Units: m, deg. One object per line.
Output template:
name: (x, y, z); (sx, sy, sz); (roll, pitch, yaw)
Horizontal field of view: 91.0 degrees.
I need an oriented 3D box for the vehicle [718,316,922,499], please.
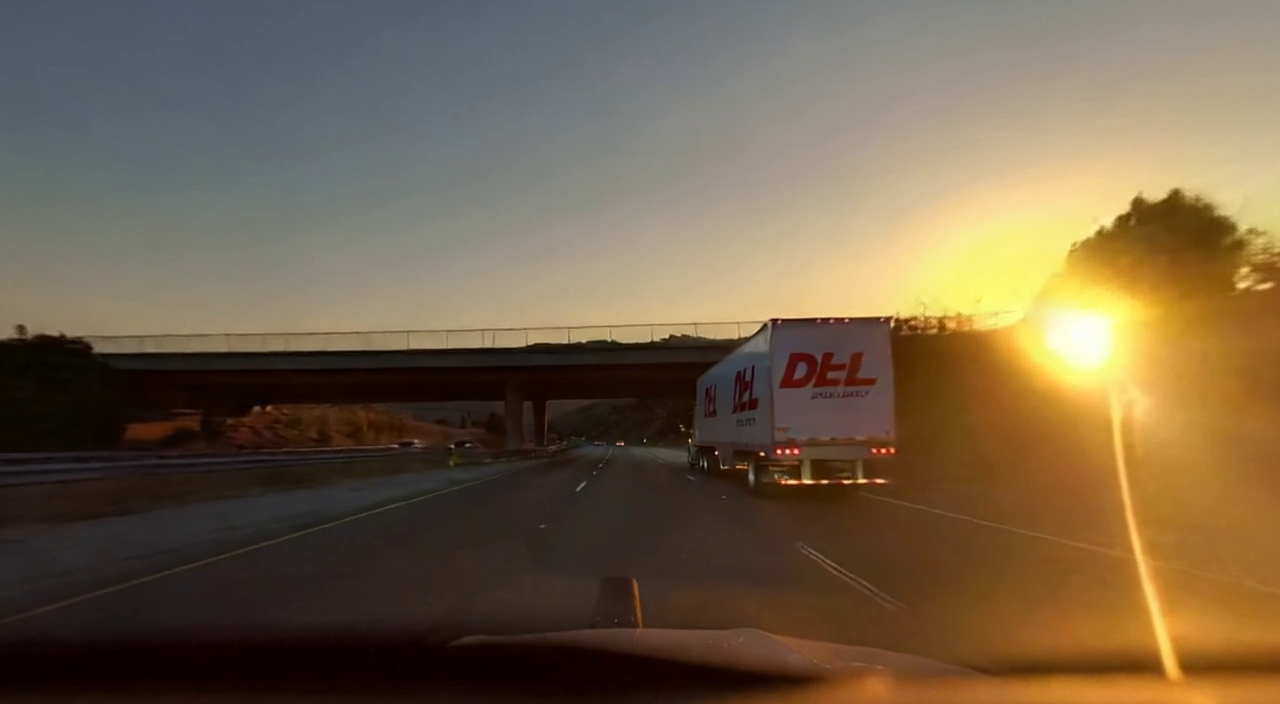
vehicle: (4.329, 1.729, 17.583); (2.880, 3.918, 8.254); (0, -8, -2)
